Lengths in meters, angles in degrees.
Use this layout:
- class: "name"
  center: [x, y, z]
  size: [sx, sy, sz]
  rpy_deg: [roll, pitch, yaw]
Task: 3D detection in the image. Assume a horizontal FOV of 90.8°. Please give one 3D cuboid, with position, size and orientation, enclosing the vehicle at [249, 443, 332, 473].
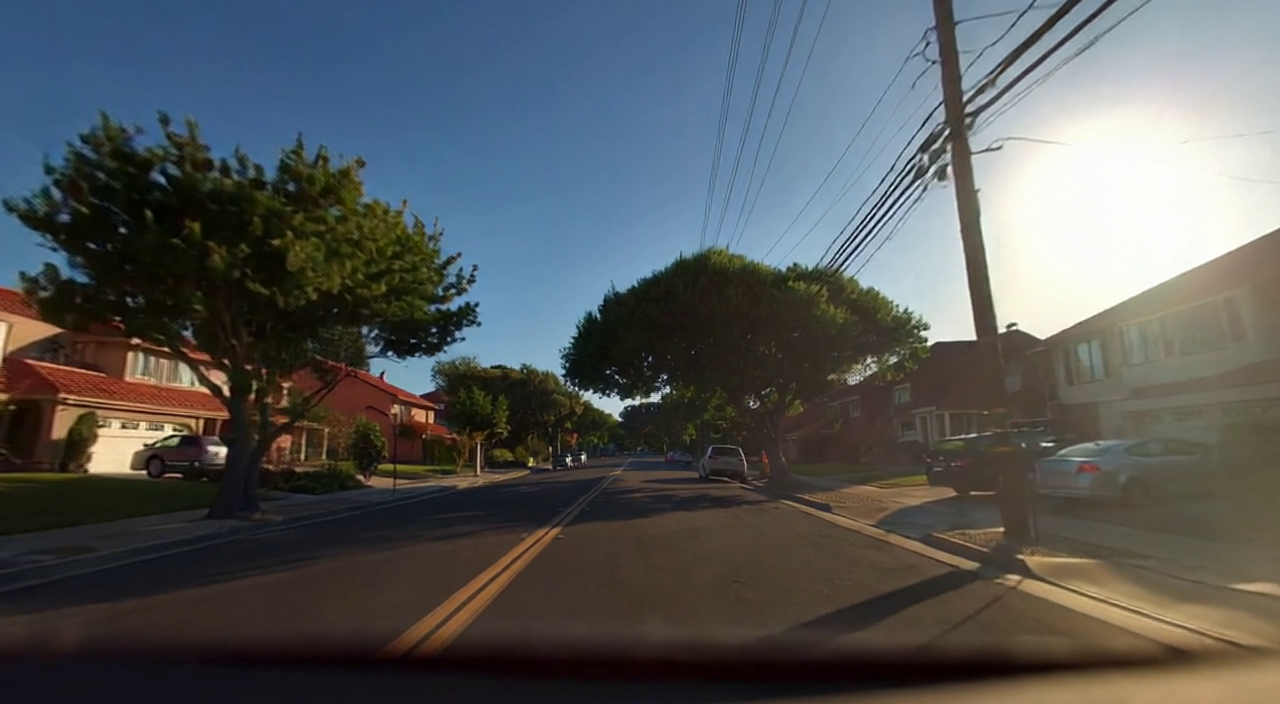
- class: "vehicle"
  center: [-21.681, 6.586, 39.510]
  size: [2.139, 1.746, 5.099]
  rpy_deg: [0, -8, 2]

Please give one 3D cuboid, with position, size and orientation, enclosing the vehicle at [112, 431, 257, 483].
- class: "vehicle"
  center: [-17.932, 4.178, 25.275]
  size: [2.034, 1.829, 5.161]
  rpy_deg: [0, -9, -2]

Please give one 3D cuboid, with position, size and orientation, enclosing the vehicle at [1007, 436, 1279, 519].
- class: "vehicle"
  center: [10.391, 2.482, 12.786]
  size: [4.625, 1.501, 2.011]
  rpy_deg: [0, -8, 0]

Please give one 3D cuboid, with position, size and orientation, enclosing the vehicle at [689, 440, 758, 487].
- class: "vehicle"
  center: [3.592, 4.908, 28.191]
  size: [2.114, 1.858, 5.144]
  rpy_deg: [0, -9, -3]
